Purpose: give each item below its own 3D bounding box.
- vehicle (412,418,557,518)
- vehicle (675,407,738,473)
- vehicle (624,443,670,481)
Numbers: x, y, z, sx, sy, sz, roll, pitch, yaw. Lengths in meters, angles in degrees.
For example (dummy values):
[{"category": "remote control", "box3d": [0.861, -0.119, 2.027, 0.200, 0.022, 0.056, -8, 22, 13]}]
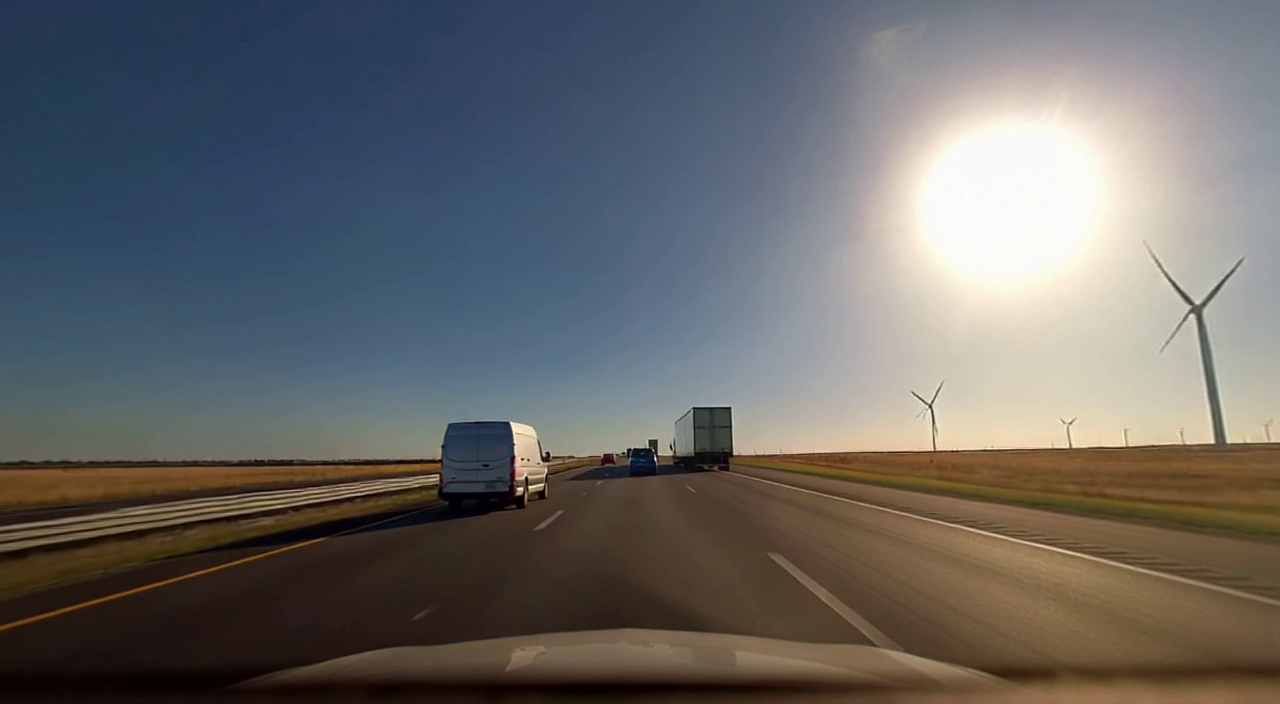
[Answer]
[{"category": "vehicle", "box3d": [-3.428, 2.692, 15.010, 2.238, 1.984, 4.650, 0, -9, 0]}, {"category": "vehicle", "box3d": [4.474, 6.494, 45.813, 2.907, 4.047, 14.418, 0, -9, 0]}, {"category": "vehicle", "box3d": [0.302, 5.332, 30.770, 2.083, 1.689, 4.083, 0, -9, 0]}]
